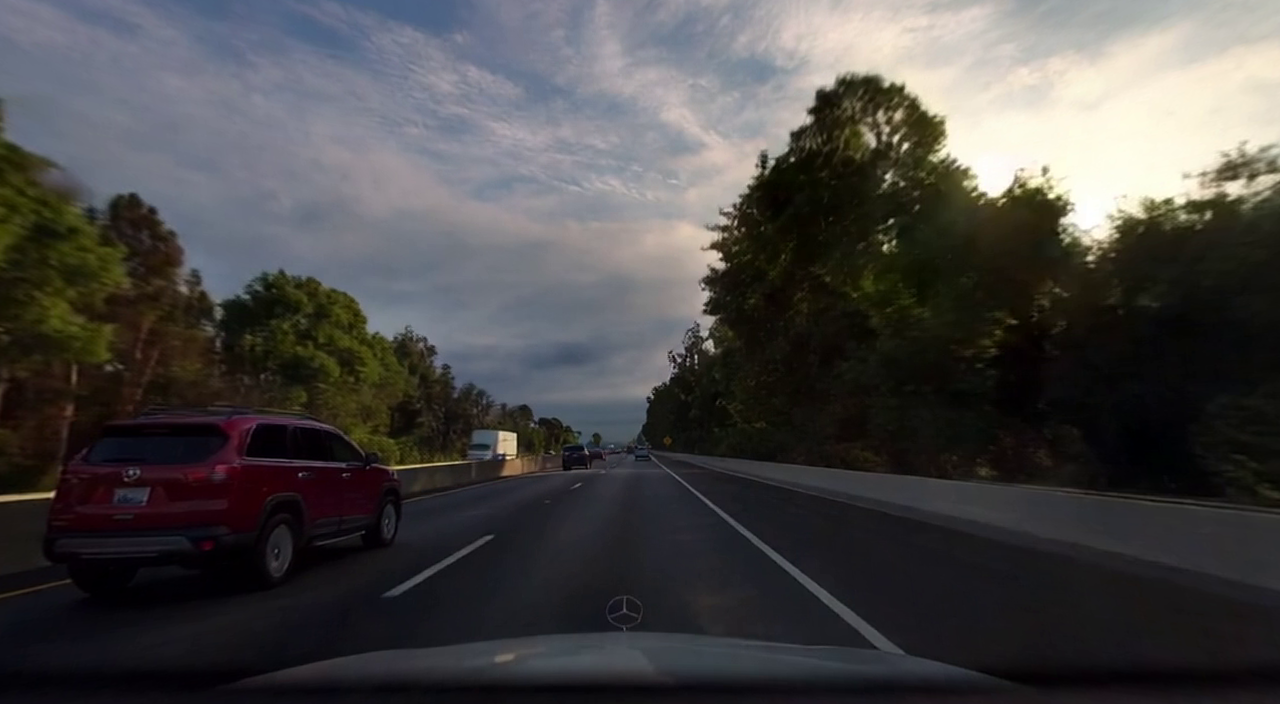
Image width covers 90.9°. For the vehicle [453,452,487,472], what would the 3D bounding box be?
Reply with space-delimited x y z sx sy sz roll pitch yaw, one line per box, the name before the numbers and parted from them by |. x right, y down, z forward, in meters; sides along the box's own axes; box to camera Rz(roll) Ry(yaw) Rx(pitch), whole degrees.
vehicle | -12.809 8.301 47.640 1.629 1.422 3.602 0 -9 -1

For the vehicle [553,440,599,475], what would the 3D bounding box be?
vehicle | -3.526 5.963 35.715 2.056 1.811 4.202 -1 -9 2

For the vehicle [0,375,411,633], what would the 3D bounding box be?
vehicle | -4.582 1.504 7.187 2.102 1.941 4.703 0 -9 1
